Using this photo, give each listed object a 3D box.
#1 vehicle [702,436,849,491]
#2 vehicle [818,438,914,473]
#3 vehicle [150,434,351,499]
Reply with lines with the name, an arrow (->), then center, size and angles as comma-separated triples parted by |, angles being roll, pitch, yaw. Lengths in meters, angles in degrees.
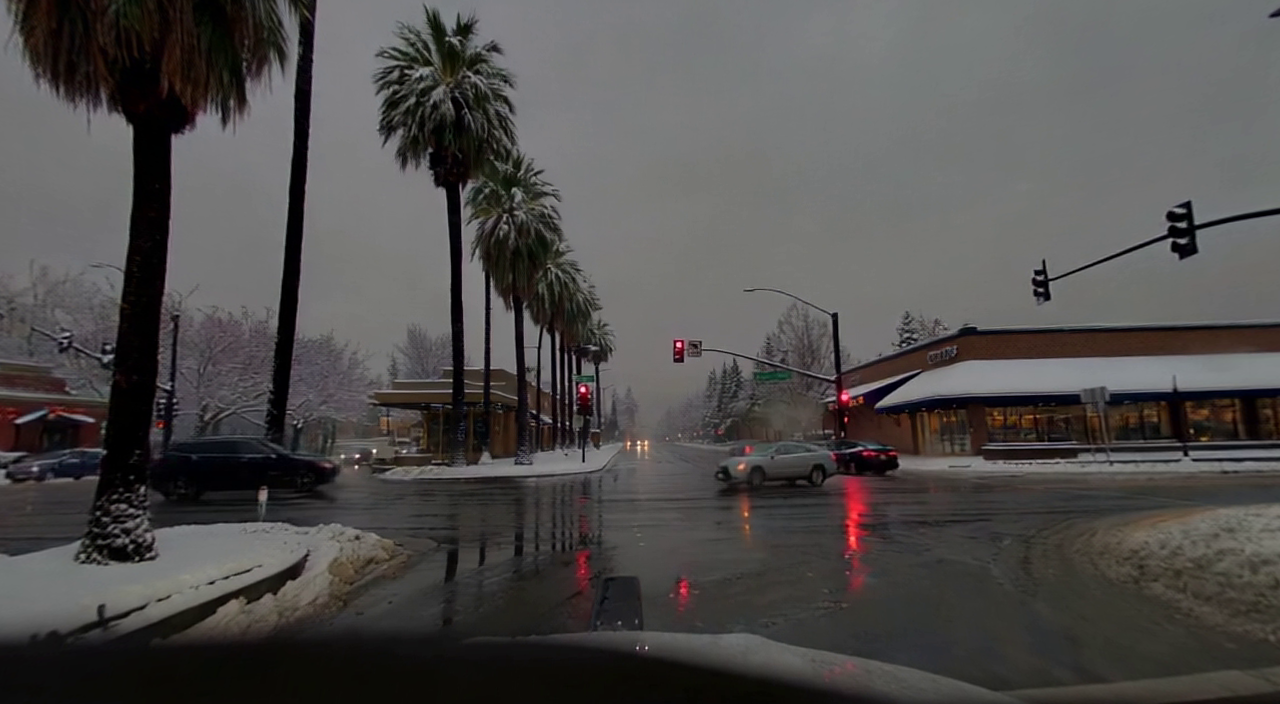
vehicle -> 4.136, 3.361, 19.268 | 4.035, 1.512, 1.828 | 4, -9, -22
vehicle -> 10.850, 4.973, 30.364 | 3.826, 1.572, 1.890 | -8, -11, 42
vehicle -> -10.936, 3.237, 18.153 | 4.603, 1.653, 1.999 | 4, -9, -25
